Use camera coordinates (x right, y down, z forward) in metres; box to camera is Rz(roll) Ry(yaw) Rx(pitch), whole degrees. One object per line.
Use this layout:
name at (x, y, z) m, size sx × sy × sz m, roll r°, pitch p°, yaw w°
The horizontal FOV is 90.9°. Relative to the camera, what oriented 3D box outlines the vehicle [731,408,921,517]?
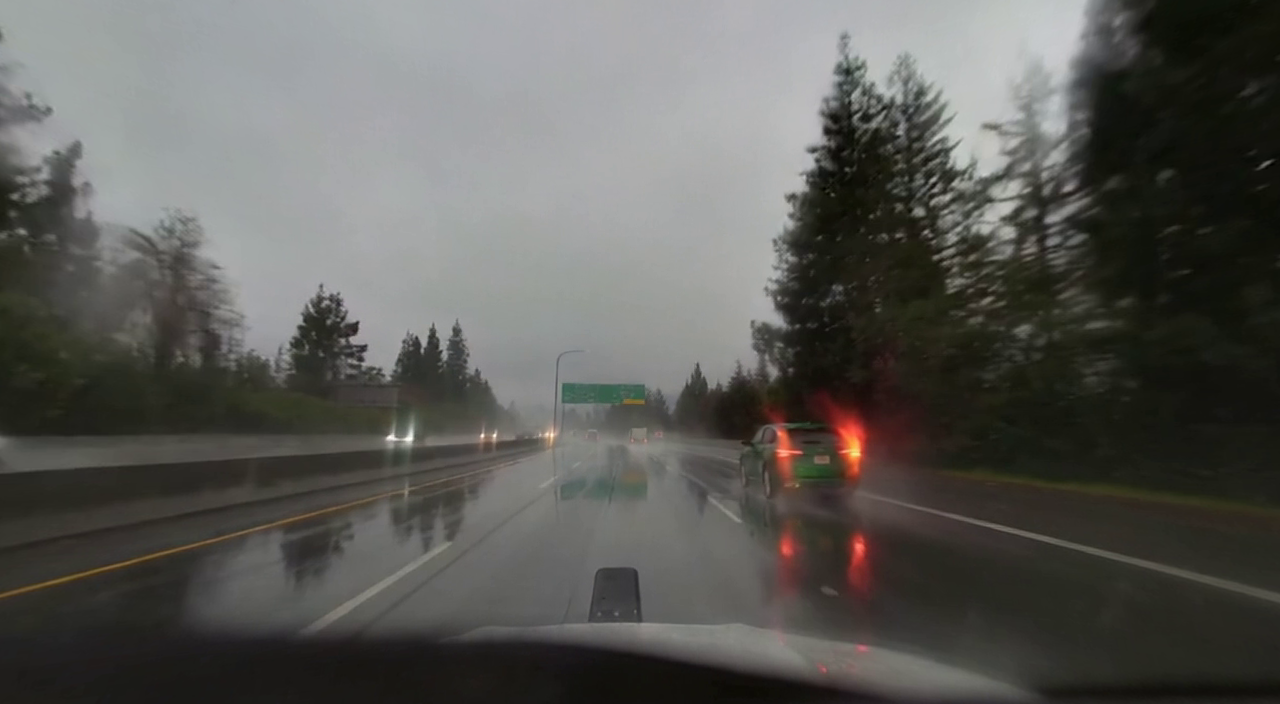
vehicle at (3.153, 1.992, 11.799) m, size 2.107 × 1.642 × 4.331 m, roll 0°, pitch -8°, yaw -2°
